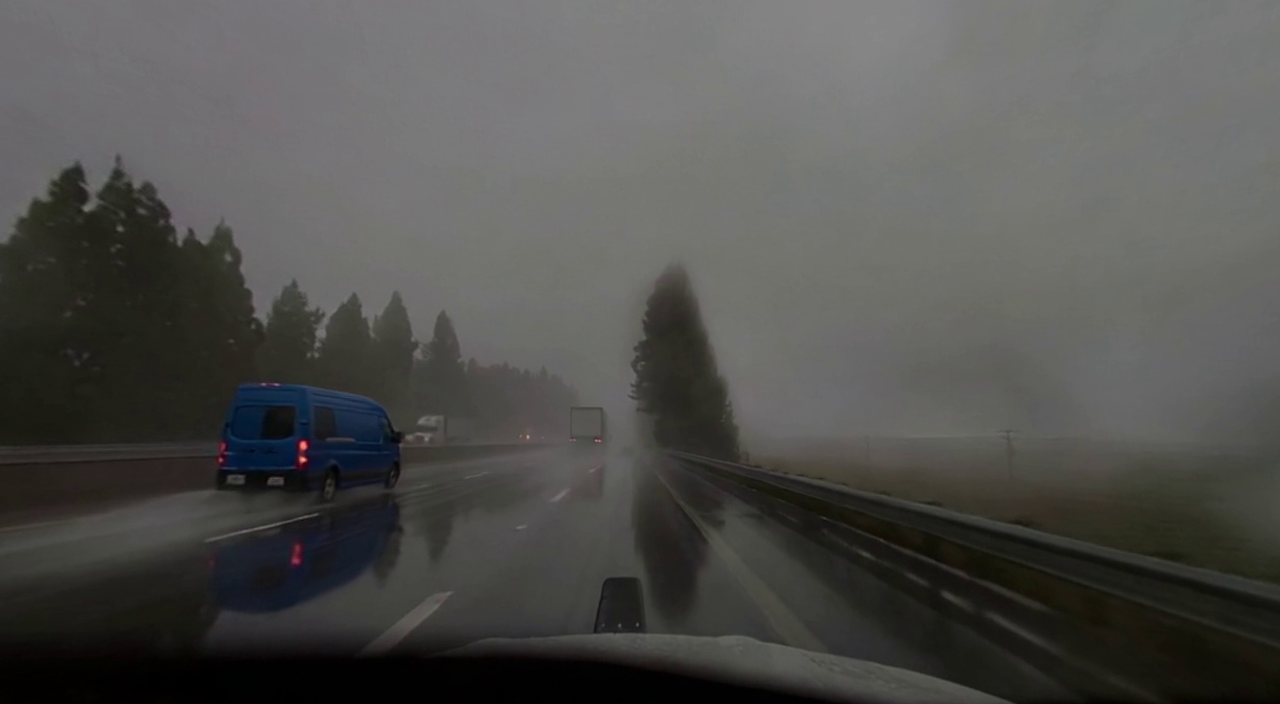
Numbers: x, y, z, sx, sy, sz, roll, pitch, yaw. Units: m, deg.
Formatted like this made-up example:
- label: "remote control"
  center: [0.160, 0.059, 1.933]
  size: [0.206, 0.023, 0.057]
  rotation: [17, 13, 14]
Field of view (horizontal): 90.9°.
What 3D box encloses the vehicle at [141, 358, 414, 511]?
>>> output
- label: "vehicle"
  center: [-7.812, 1.946, 14.958]
  size: [2.396, 2.763, 6.935]
  rotation: [0, -8, -1]
